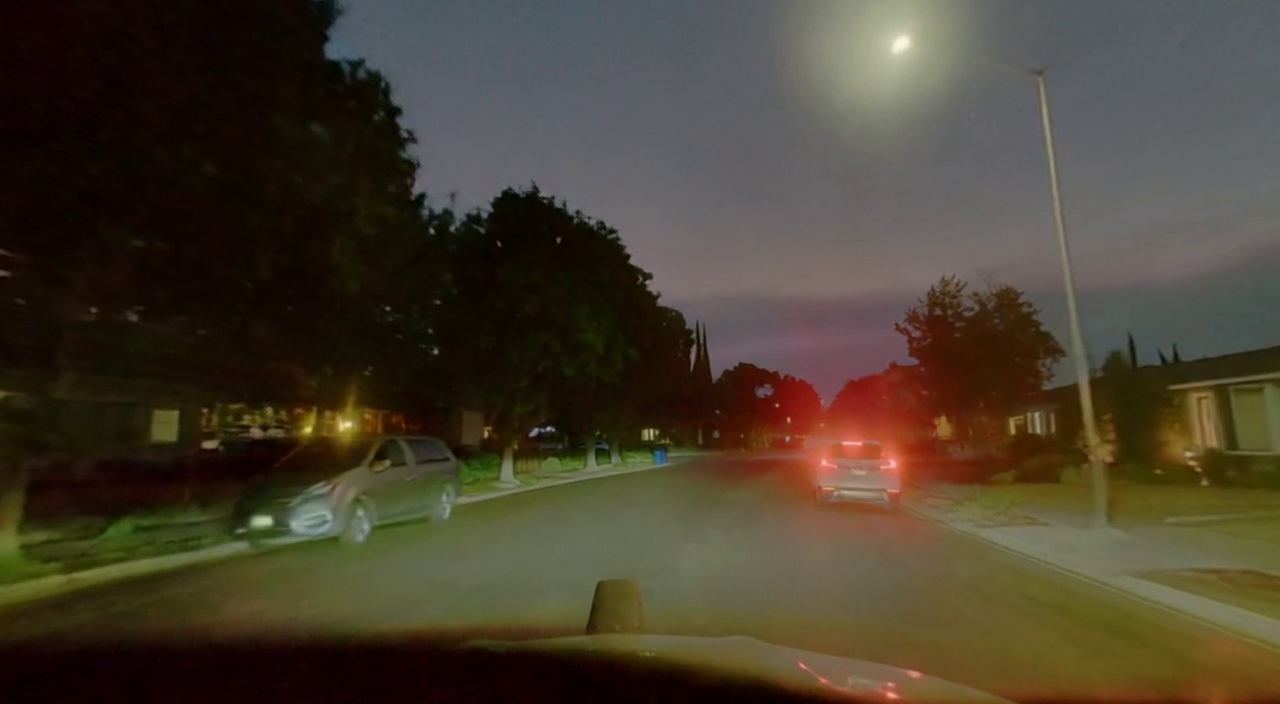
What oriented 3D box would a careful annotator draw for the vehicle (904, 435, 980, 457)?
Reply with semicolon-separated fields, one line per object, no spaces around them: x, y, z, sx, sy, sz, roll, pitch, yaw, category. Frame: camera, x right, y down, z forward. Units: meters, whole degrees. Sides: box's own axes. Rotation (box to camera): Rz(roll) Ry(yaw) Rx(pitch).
21.488;6.749;45.173;4.554;1.521;1.937;-2;-9;16;vehicle

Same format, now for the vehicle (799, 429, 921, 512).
5.034;2.748;15.194;2.075;1.657;4.648;-2;-9;11;vehicle

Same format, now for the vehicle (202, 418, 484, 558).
-4.455;2.072;10.502;2.041;1.762;4.508;-3;-8;8;vehicle
